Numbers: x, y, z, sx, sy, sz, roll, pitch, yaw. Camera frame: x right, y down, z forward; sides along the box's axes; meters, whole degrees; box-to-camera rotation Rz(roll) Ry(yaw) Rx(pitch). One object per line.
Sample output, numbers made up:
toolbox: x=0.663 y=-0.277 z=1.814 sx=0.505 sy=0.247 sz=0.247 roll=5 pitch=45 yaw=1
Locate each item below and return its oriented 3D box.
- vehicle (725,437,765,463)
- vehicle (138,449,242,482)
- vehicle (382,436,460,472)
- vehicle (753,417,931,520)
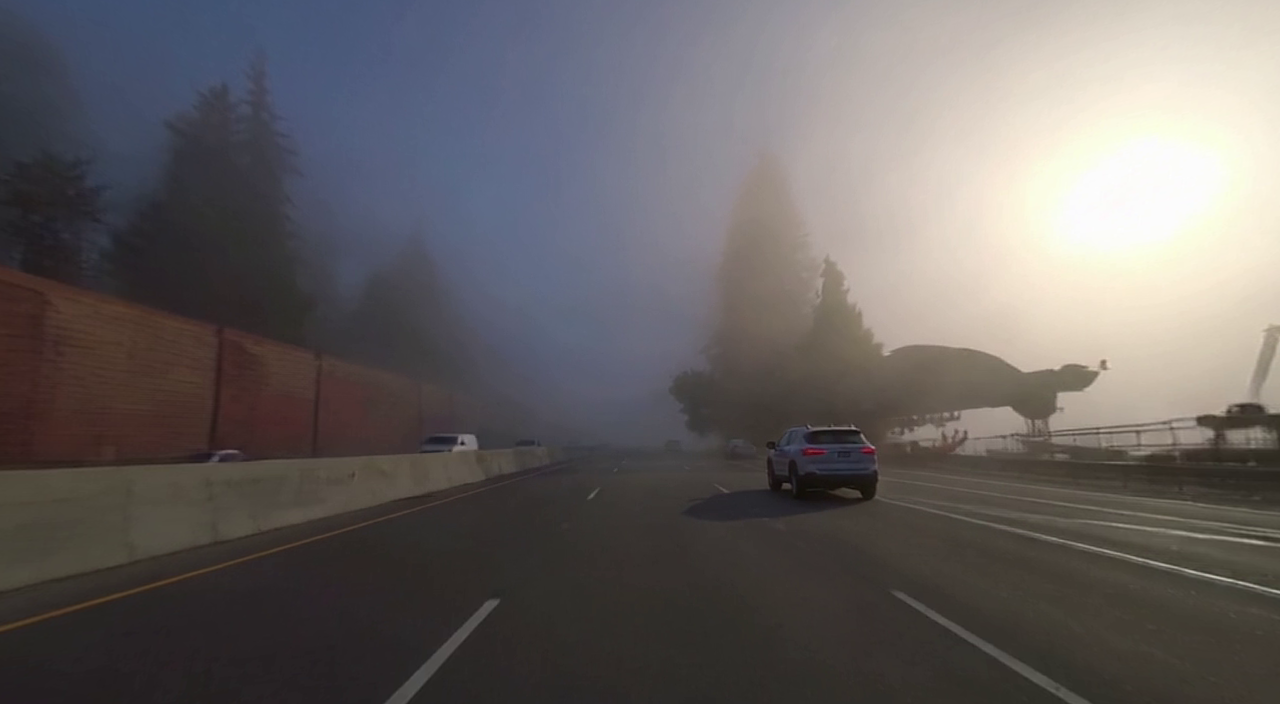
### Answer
vehicle: x=7.663 y=7.181 z=46.356 sx=2.066 sy=1.795 sz=4.674 roll=0 pitch=-8 yaw=-1
vehicle: x=-21.687 y=5.440 z=30.636 sx=1.788 sy=1.445 sz=4.425 roll=0 pitch=-8 yaw=0
vehicle: x=-10.771 y=5.053 z=31.452 sx=2.082 sy=1.662 sz=4.798 roll=0 pitch=-8 yaw=1
vehicle: x=3.971 y=2.391 z=13.433 sx=2.190 sy=1.783 sz=4.637 roll=0 pitch=-8 yaw=-1
